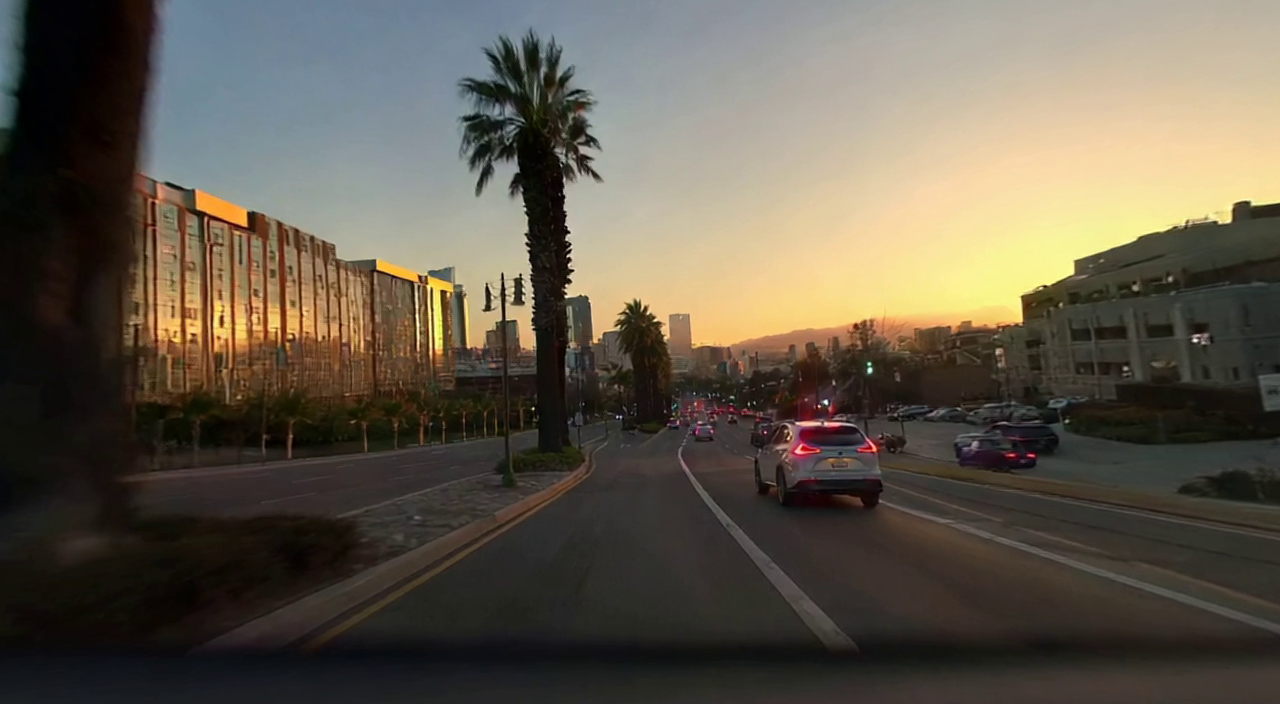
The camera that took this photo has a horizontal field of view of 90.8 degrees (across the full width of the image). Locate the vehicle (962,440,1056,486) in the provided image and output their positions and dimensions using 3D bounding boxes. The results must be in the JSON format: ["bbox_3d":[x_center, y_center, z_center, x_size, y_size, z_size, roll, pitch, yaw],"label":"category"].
[{"bbox_3d":[17.923,5.359,30.981,1.909,1.442,4.265,-5,-1,-2],"label":"vehicle"}]

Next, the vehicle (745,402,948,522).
[{"bbox_3d":[3.546,2.038,12.043,2.219,1.795,4.718,0,-9,0],"label":"vehicle"}]

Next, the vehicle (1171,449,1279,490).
[{"bbox_3d":[24.011,4.596,24.889,4.378,1.489,1.901,0,-9,1],"label":"vehicle"}]

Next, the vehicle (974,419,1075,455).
[{"bbox_3d":[25.356,5.597,41.795,4.991,1.798,2.501,-4,-2,1],"label":"vehicle"}]
